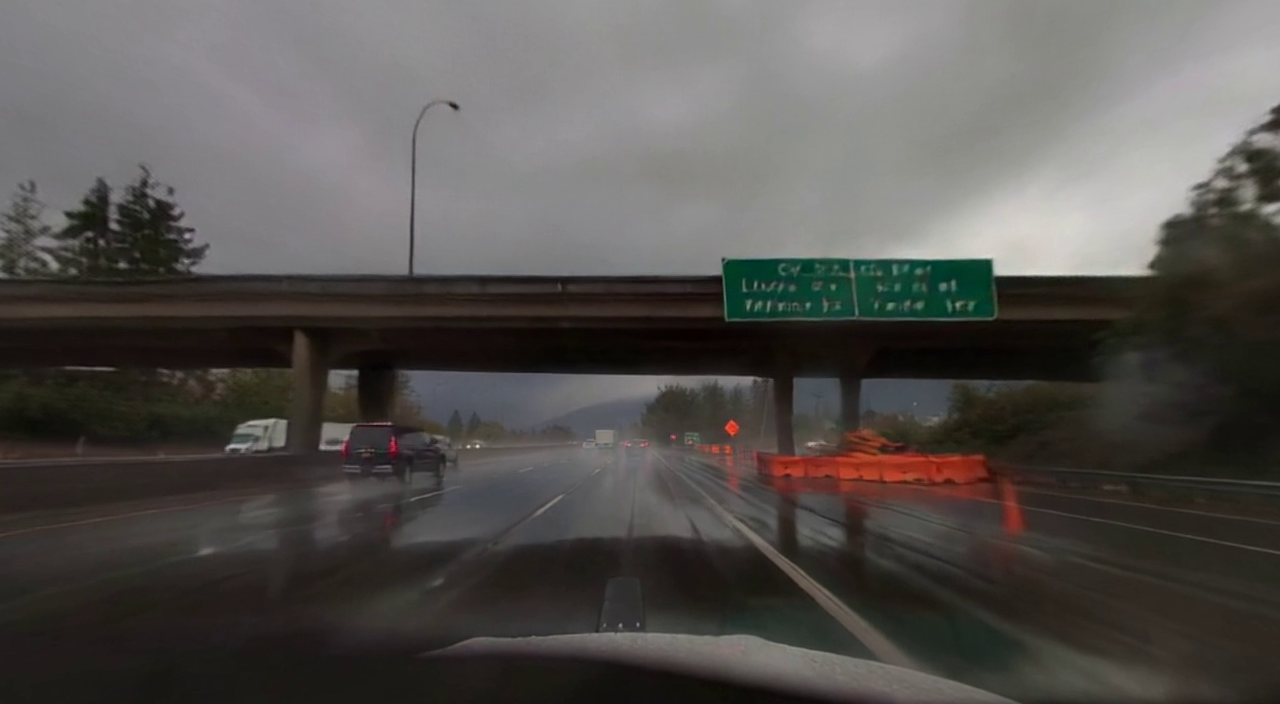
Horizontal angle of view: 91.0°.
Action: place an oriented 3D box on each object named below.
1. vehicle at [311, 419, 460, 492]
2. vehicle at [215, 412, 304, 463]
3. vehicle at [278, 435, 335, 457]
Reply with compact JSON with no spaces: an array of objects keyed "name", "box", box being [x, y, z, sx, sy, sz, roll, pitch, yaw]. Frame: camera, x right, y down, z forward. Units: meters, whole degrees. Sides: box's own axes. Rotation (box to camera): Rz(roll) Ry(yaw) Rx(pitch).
[{"name":"vehicle","box":[-7.014,2.917,18.086,2.103,1.775,4.966,0,-8,1]},{"name":"vehicle","box":[-29.896,6.776,49.814,3.023,3.710,5.853,0,-8,3]},{"name":"vehicle","box":[-25.670,7.301,48.620,1.832,1.611,4.353,0,-9,3]}]
